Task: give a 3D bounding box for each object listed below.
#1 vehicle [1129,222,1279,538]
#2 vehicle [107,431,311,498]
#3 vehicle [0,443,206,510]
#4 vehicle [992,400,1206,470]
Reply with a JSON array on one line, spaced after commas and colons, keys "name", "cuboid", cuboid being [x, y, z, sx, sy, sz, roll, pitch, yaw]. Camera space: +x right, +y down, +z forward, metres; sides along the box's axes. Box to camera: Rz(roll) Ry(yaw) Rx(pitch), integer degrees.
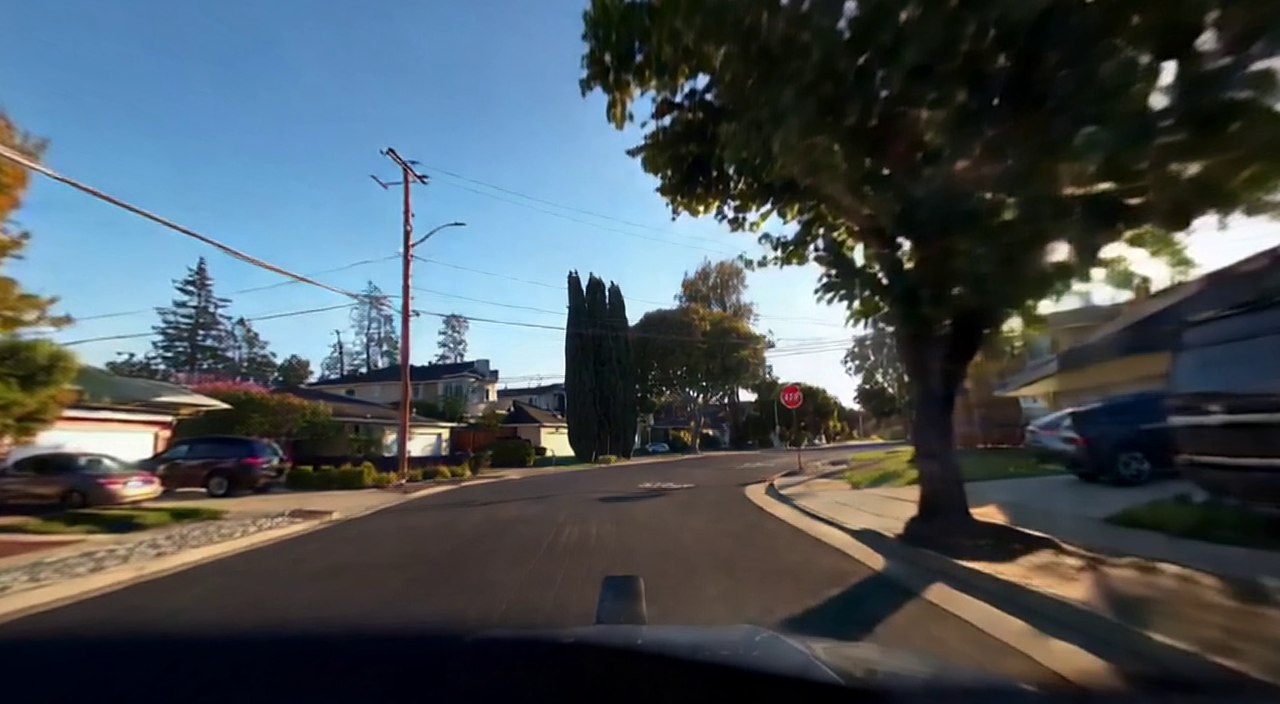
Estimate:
[{"name": "vehicle", "cuboid": [10.770, 0.316, 6.359, 8.828, 3.111, 3.352, 0, -7, 0]}, {"name": "vehicle", "cuboid": [-12.548, 3.278, 18.664, 4.484, 1.852, 2.009, 0, -8, -1]}, {"name": "vehicle", "cuboid": [-13.371, 2.995, 15.448, 4.103, 1.498, 1.909, 0, -8, 2]}, {"name": "vehicle", "cuboid": [12.312, 2.291, 17.285, 4.180, 1.759, 1.940, -2, -8, 11]}]
